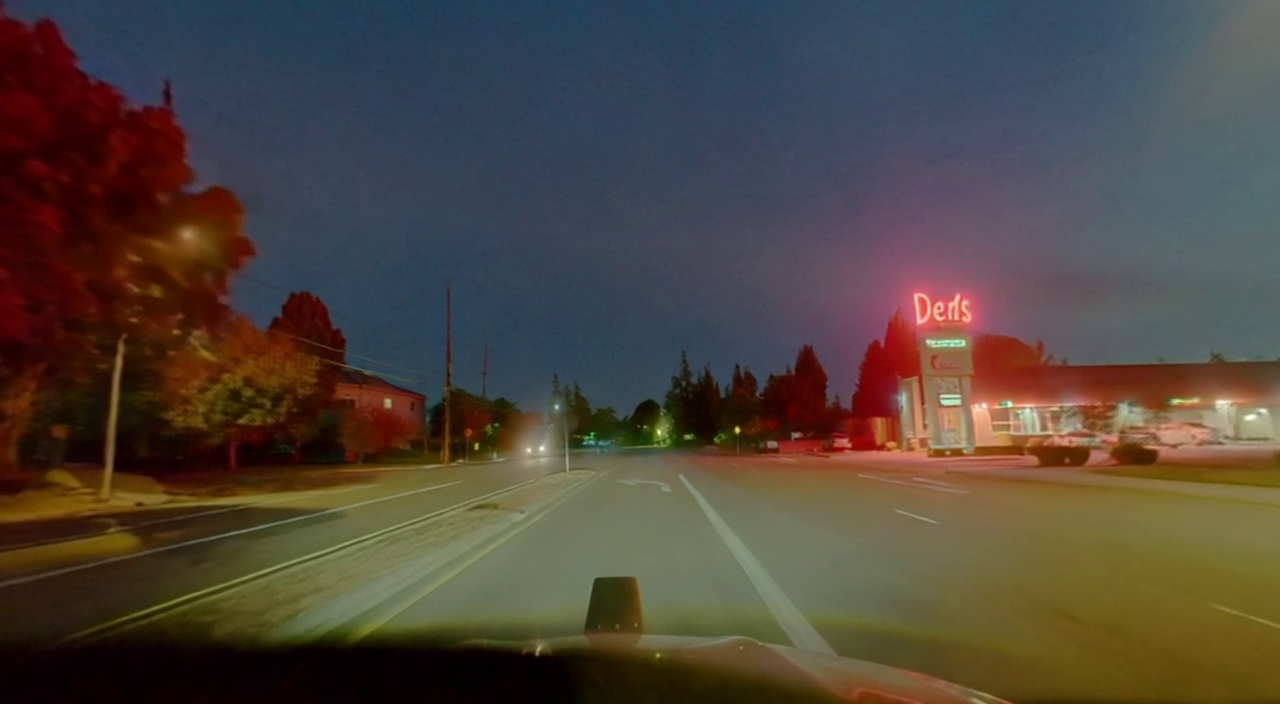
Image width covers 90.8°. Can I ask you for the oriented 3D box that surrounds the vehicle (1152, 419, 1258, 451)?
[{"bbox_3d":[35.861,5.288,40.331,2.028,1.886,5.190,0,-8,1],"label":"vehicle"}]

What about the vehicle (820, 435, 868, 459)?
[{"bbox_3d":[14.978,7.015,46.664,1.987,1.694,4.523,-1,-8,0],"label":"vehicle"}]

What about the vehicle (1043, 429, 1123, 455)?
[{"bbox_3d":[27.628,5.625,39.596,1.836,1.497,4.419,-1,-8,1],"label":"vehicle"}]
